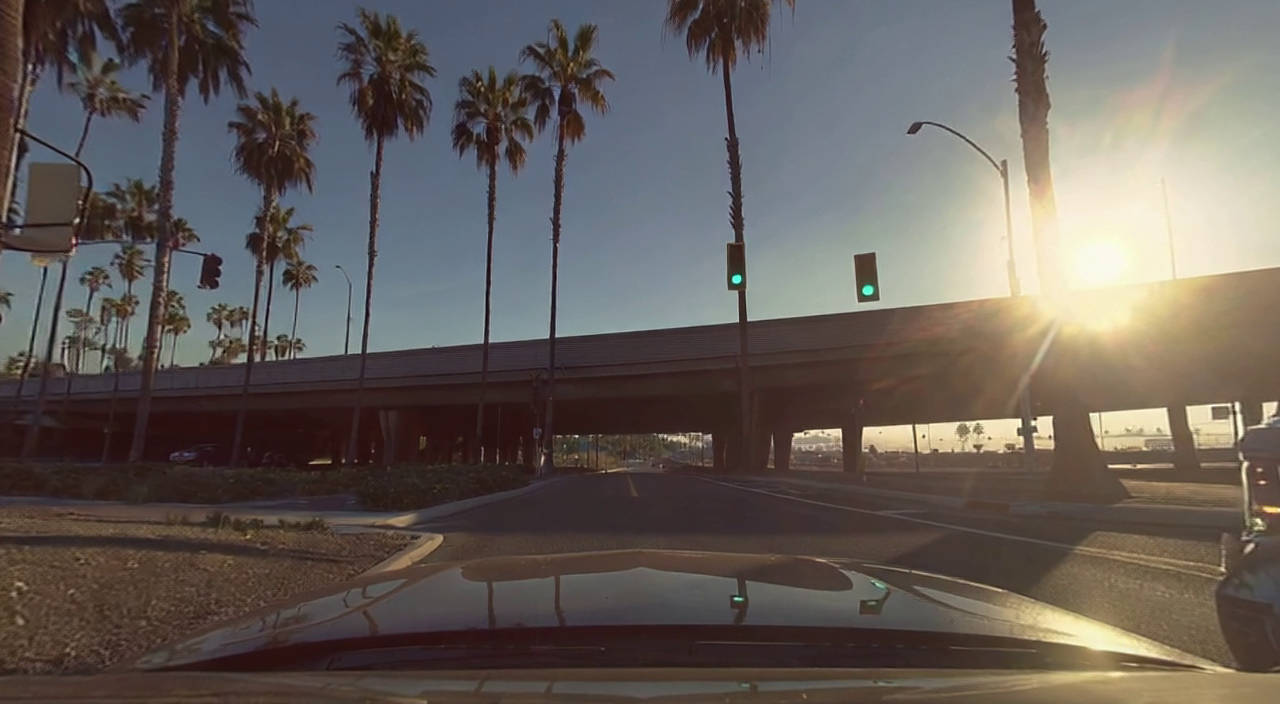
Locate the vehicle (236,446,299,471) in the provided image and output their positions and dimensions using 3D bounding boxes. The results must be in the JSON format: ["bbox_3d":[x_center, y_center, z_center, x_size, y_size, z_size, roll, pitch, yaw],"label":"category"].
[{"bbox_3d":[-26.294,7.530,44.565,1.941,1.631,4.017,0,-9,0],"label":"vehicle"}]

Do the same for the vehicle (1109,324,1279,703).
[{"bbox_3d":[3.443,0.539,0.795,2.028,1.770,4.737,0,-9,0],"label":"vehicle"}]

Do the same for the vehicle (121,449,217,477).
[{"bbox_3d":[-26.582,6.259,35.736,1.830,1.443,4.551,0,-9,1],"label":"vehicle"}]
